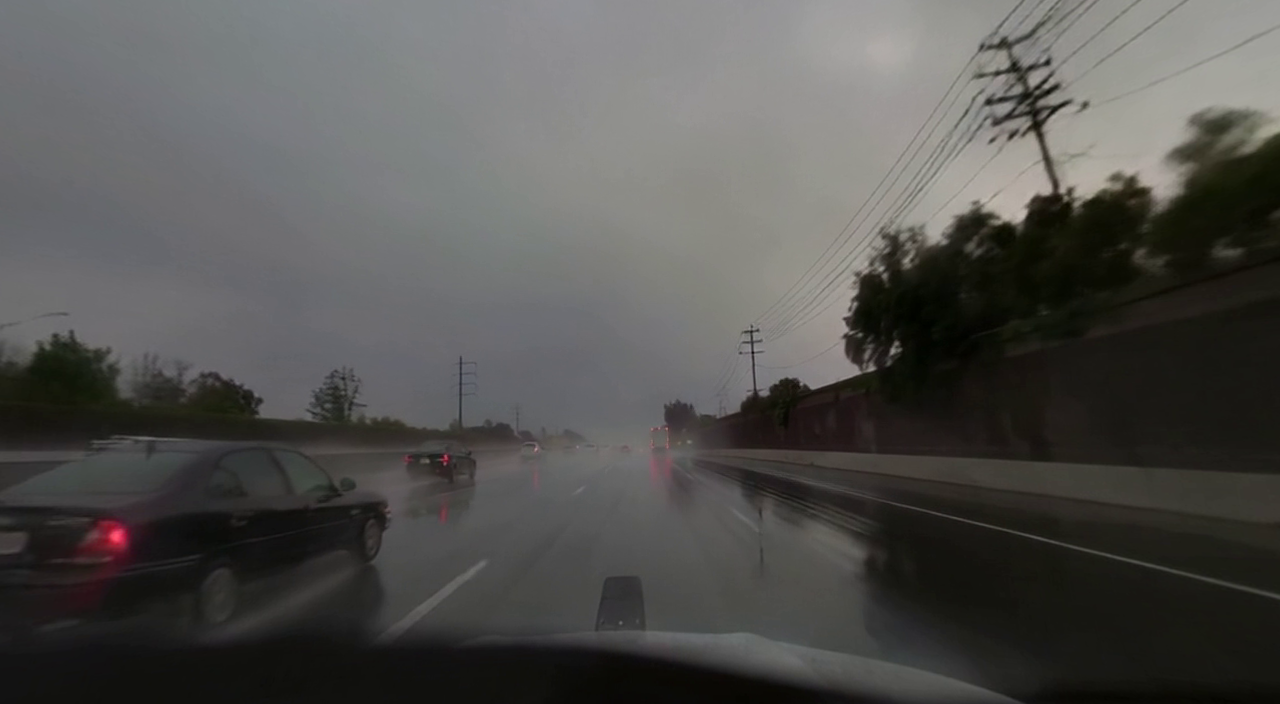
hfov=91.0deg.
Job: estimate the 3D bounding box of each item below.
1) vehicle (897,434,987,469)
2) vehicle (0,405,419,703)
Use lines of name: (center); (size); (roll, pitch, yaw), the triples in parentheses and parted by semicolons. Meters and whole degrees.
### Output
vehicle: (18.214, 6.035, 38.439); (2.272, 1.938, 5.988); (0, -9, -3)
vehicle: (-3.616, 1.312, 4.704); (2.045, 1.532, 4.954); (0, -9, 1)
